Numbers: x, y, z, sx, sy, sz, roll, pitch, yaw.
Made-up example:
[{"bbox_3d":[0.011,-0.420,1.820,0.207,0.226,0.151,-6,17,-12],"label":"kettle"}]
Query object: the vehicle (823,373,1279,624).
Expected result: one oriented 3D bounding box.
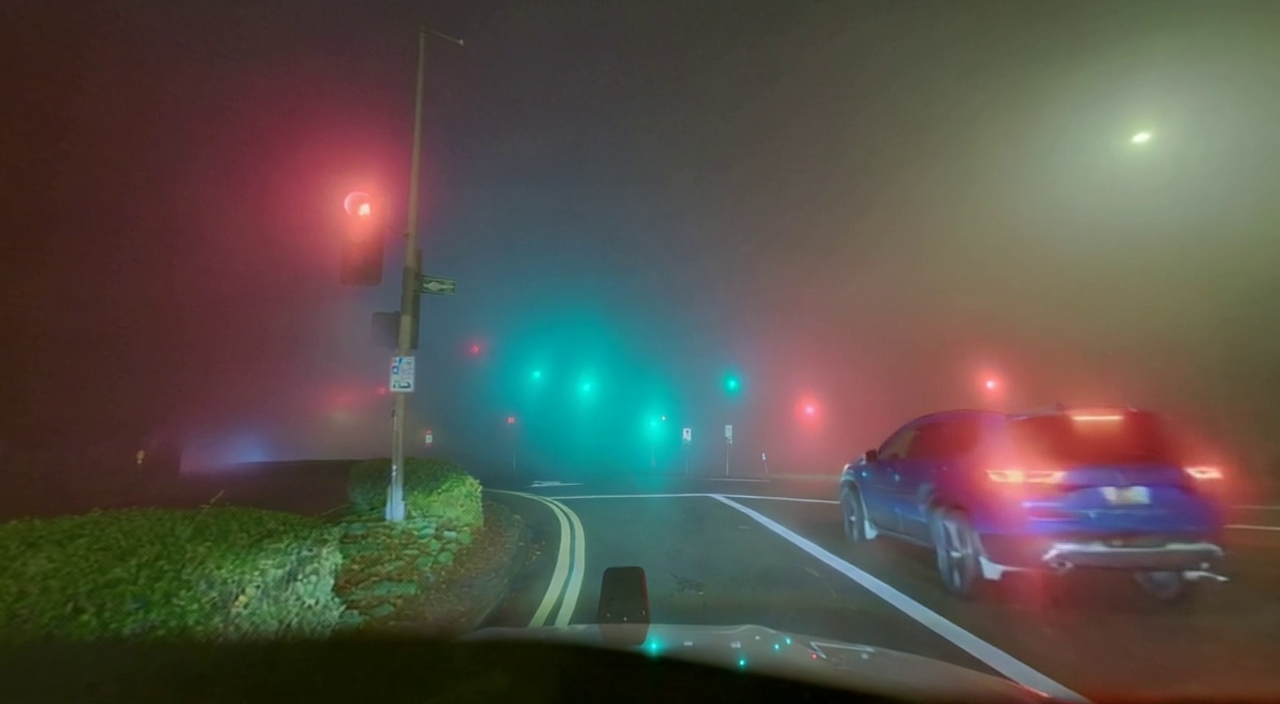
[{"bbox_3d":[3.913,1.391,7.043,2.284,1.788,4.871,0,-8,0],"label":"vehicle"}]
